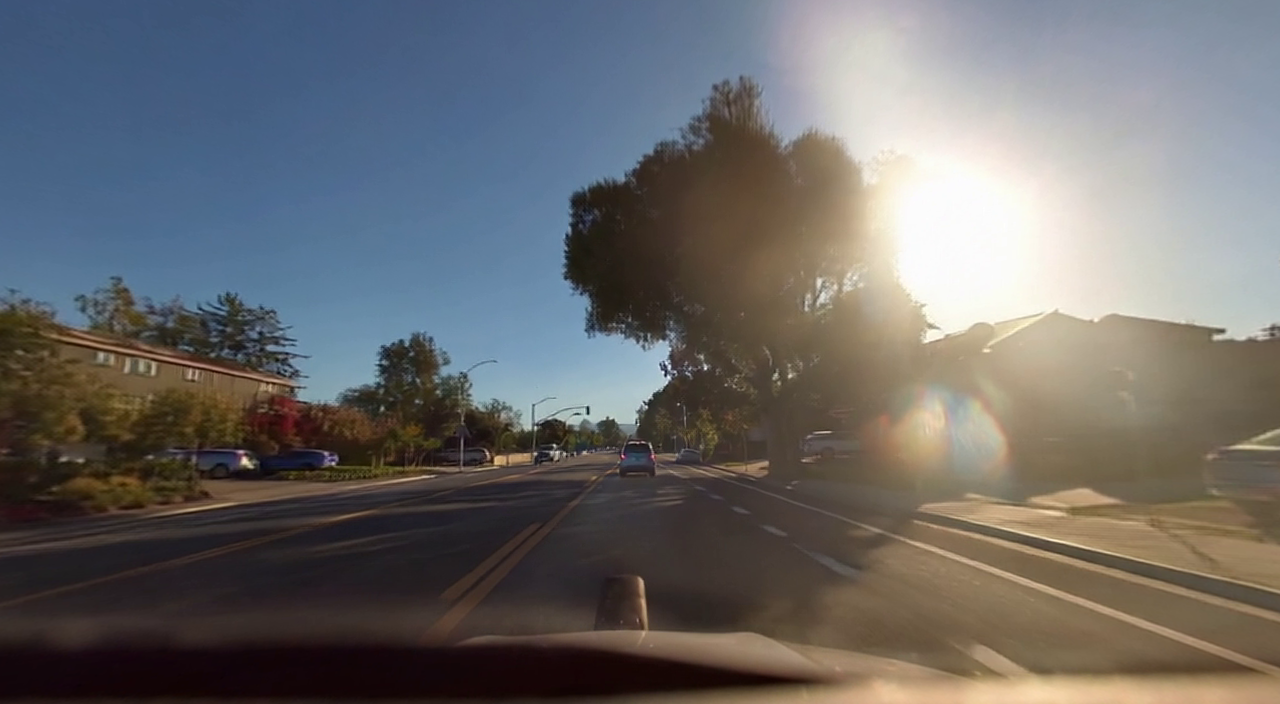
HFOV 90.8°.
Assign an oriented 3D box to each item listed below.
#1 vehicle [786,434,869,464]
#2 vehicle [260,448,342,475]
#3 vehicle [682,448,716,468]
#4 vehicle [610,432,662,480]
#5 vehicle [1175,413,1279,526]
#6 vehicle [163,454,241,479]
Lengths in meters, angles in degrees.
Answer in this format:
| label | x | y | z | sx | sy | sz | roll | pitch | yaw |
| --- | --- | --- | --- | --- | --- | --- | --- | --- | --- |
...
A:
| label | x | y | z | sx | sy | sz | roll | pitch | yaw |
| --- | --- | --- | --- | --- | --- | --- | --- | --- | --- |
| vehicle | 12.528 | 6.513 | 42.448 | 4.870 | 1.926 | 2.094 | 0 | -8 | -1 |
| vehicle | -21.122 | 6.819 | 39.503 | 4.020 | 1.635 | 1.875 | 0 | -8 | 2 |
| vehicle | 4.584 | 8.262 | 49.635 | 1.963 | 1.469 | 4.709 | 0 | -8 | -2 |
| vehicle | -0.192 | 4.646 | 28.507 | 2.153 | 1.942 | 4.767 | 0 | -8 | -1 |
| vehicle | 11.253 | 1.739 | 9.572 | 4.377 | 1.588 | 2.063 | 0 | -8 | 0 |
| vehicle | -26.918 | 7.042 | 38.920 | 3.522 | 1.372 | 1.652 | 0 | -9 | -4 |
